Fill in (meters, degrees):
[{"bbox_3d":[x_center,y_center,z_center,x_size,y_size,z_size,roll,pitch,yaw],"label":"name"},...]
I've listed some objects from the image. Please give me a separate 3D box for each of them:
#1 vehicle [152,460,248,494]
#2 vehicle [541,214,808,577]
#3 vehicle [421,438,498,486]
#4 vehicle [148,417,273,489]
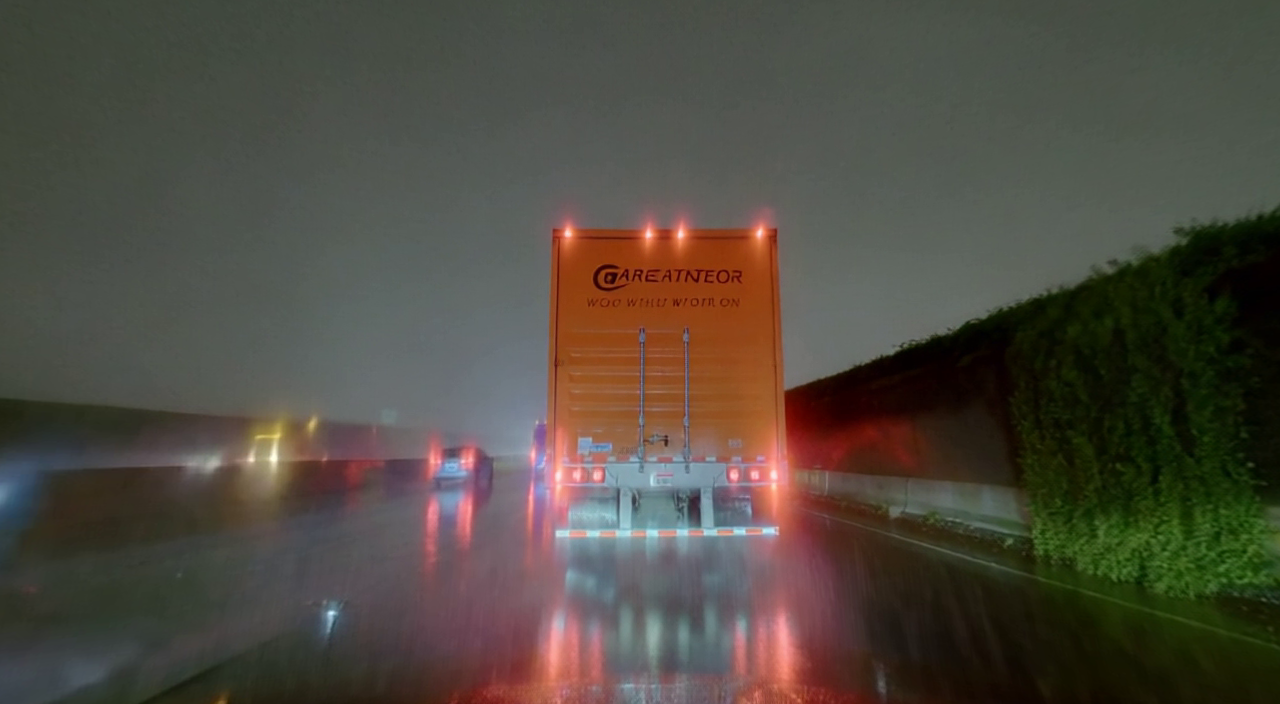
[{"bbox_3d":[-20.544,5.843,29.658,1.851,1.430,3.604,0,-9,0],"label":"vehicle"},{"bbox_3d":[0.482,1.233,12.276,2.853,4.054,10.557,0,-9,1],"label":"vehicle"},{"bbox_3d":[-8.560,5.277,30.537,2.174,2.059,5.314,0,-9,0],"label":"vehicle"},{"bbox_3d":[-25.303,6.025,37.617,2.982,3.901,5.976,0,-9,0],"label":"vehicle"}]
